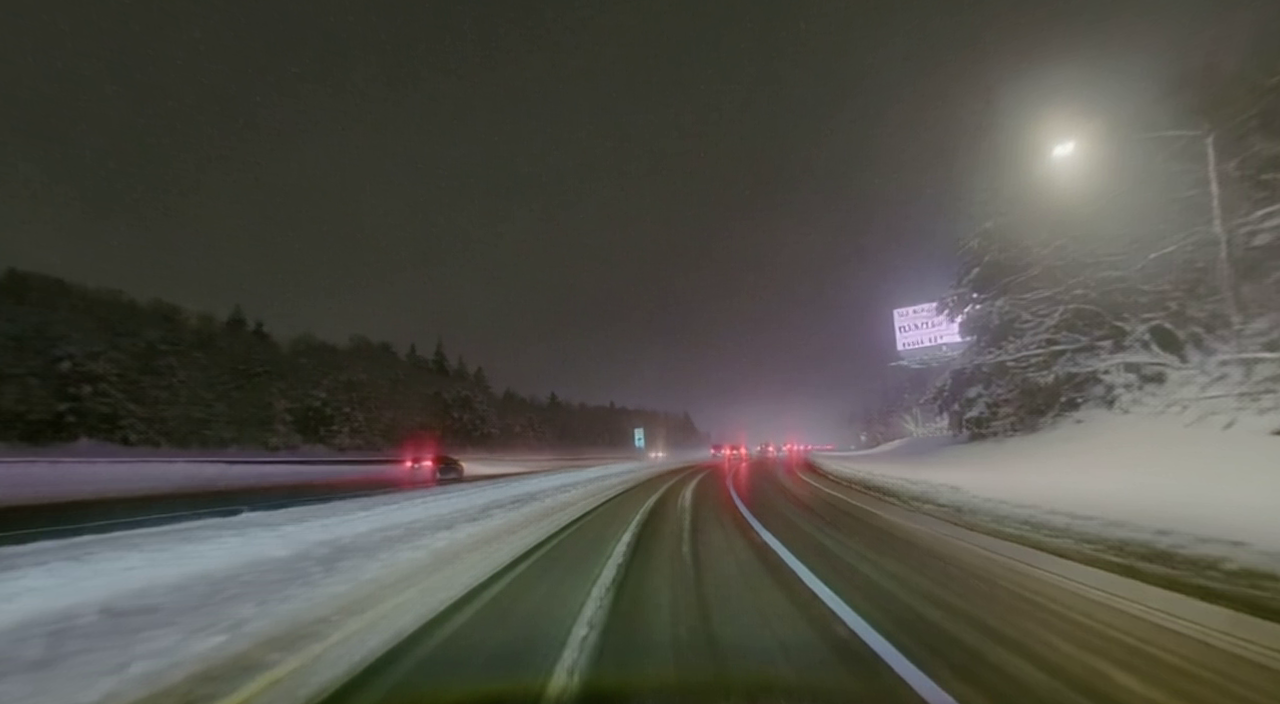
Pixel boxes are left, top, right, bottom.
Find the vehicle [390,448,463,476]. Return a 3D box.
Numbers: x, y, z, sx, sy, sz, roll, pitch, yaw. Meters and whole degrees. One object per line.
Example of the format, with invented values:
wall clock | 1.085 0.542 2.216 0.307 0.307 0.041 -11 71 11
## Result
vehicle | -14.300 7.368 42.310 2.145 1.717 4.448 -4 -9 23
